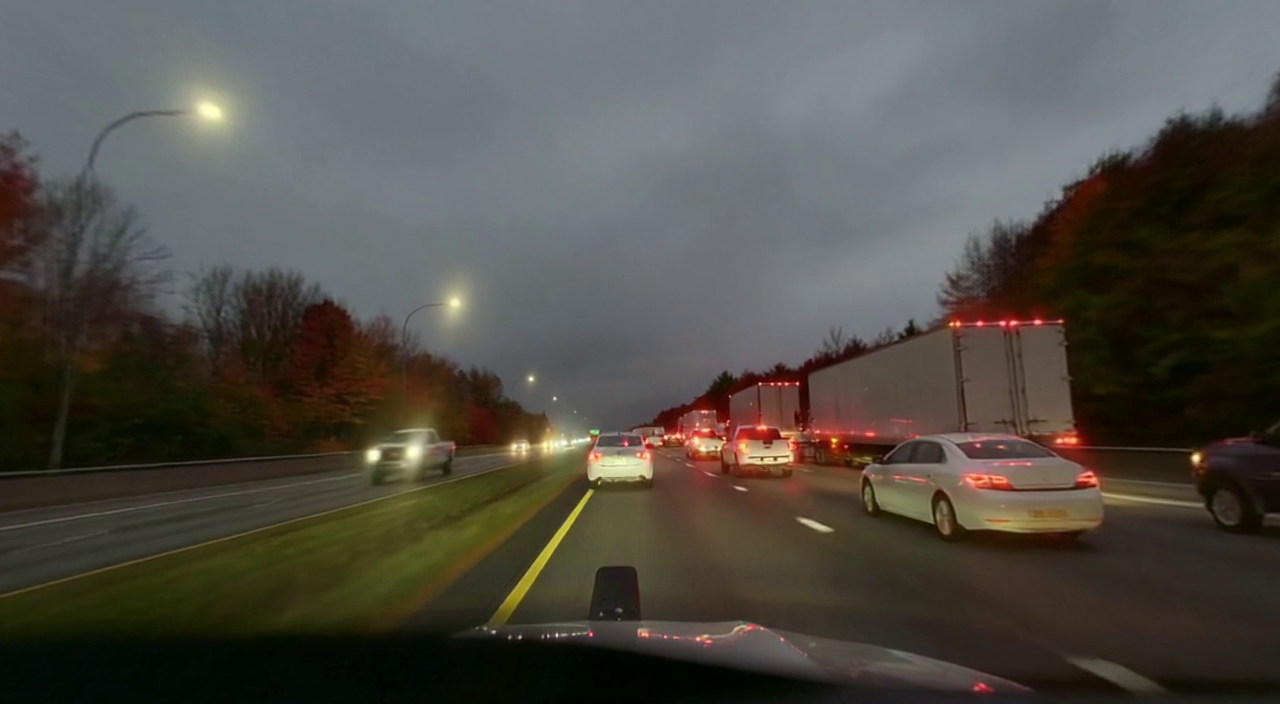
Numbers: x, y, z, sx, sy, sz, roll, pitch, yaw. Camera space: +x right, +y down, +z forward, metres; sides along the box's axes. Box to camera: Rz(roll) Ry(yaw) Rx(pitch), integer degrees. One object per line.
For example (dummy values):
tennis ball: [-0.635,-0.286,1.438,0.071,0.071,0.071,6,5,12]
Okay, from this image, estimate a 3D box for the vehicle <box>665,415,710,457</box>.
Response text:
vehicle: [3.137,5.720,42.941,2.395,2.656,6.037,0,-8,-1]

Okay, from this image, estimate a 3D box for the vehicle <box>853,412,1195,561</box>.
vehicle: [4.674,1.660,8.585,2.040,1.523,4.068,0,-8,-1]

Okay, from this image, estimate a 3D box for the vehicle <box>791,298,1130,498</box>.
vehicle: [8.222,1.851,19.948,2.908,4.099,14.103,0,-8,-2]

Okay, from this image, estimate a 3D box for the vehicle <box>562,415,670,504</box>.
vehicle: [-0.478,2.384,14.455,2.087,1.709,4.455,0,-8,-1]

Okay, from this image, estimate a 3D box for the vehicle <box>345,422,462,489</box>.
vehicle: [-8.059,3.555,22.071,2.203,2.043,5.050,0,-8,-1]

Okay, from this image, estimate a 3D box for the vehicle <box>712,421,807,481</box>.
vehicle: [3.650,3.097,20.042,2.147,1.707,3.963,0,-8,-2]
